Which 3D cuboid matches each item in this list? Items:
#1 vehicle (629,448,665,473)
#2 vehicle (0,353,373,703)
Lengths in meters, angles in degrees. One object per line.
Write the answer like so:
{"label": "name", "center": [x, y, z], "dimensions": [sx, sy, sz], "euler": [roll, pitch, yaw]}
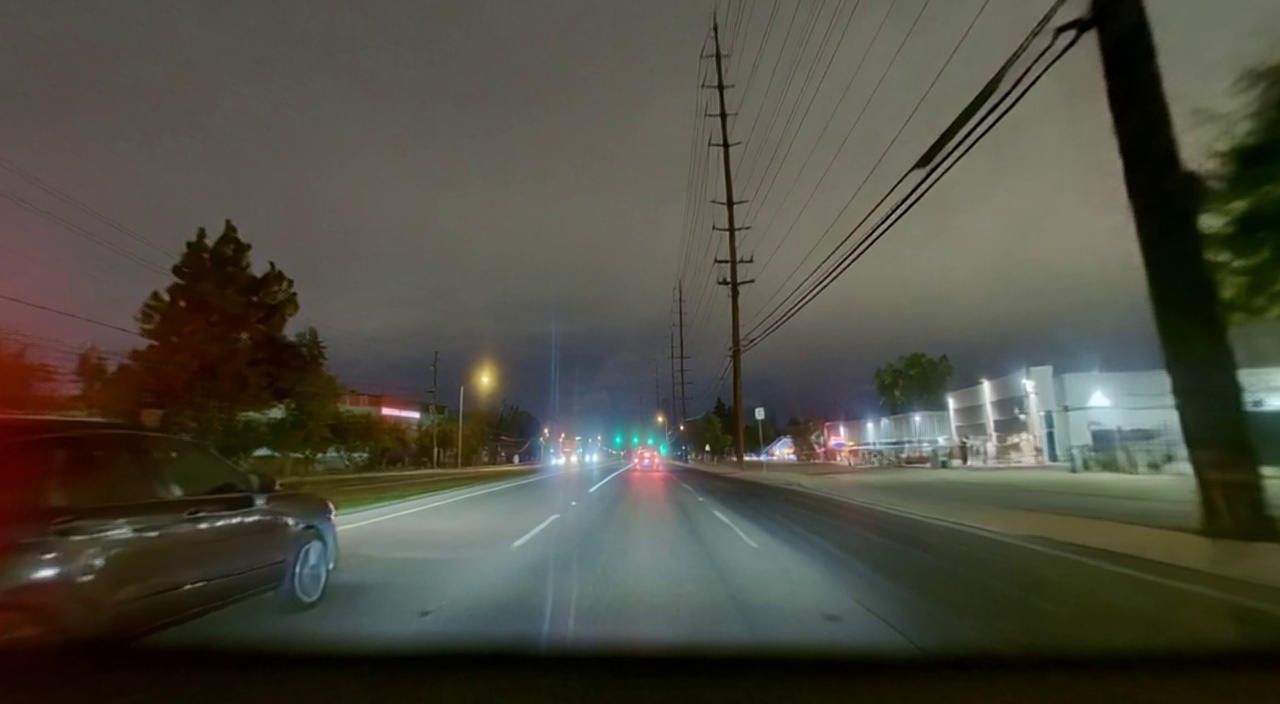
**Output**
{"label": "vehicle", "center": [0.384, 6.815, 39.808], "dimensions": [2.114, 1.492, 4.453], "euler": [0, -8, -1]}
{"label": "vehicle", "center": [-3.506, 0.984, 3.257], "dimensions": [2.169, 1.679, 4.723], "euler": [0, -8, 0]}
